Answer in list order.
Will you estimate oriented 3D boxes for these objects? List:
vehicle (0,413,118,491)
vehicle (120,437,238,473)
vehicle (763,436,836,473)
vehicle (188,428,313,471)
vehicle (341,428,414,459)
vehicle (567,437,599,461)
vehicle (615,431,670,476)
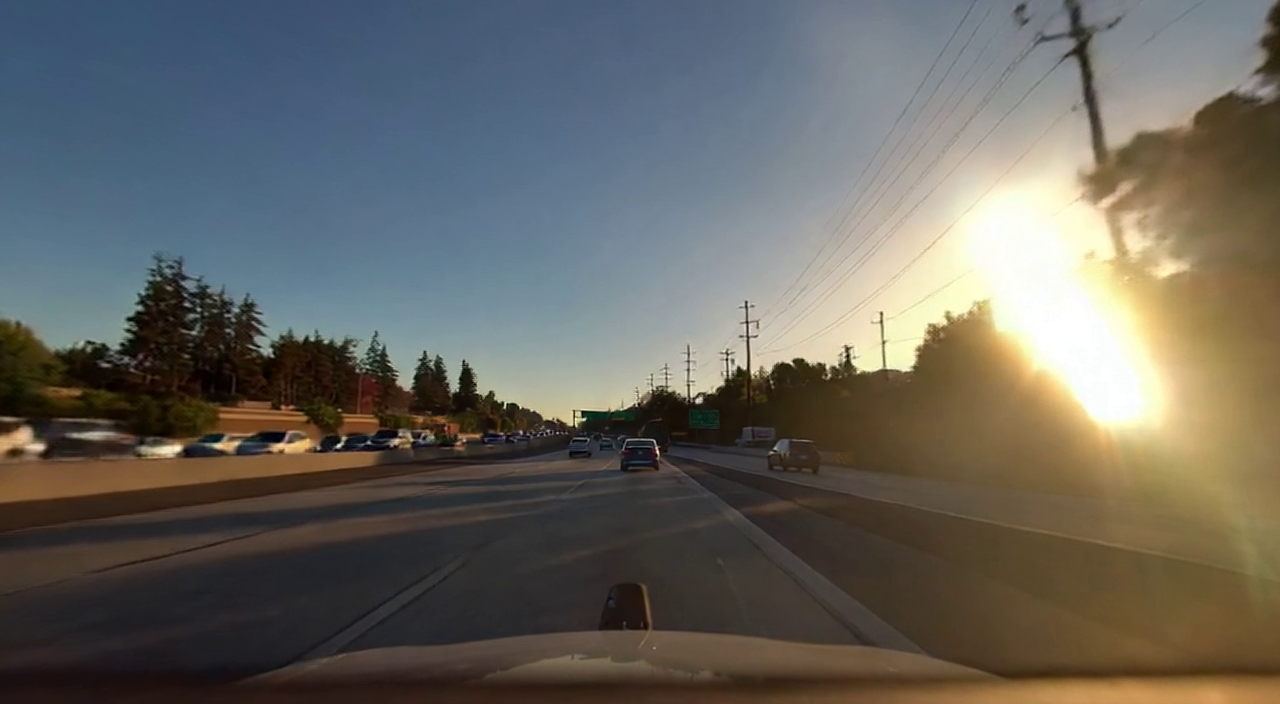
[{"bbox_3d":[-16.055,2.394,15.126,2.228,1.808,5.608,0,-8,0],"label":"vehicle"},{"bbox_3d":[-20.305,4.527,28.067,1.827,1.436,4.593,0,-8,-1],"label":"vehicle"},{"bbox_3d":[7.996,5.184,32.232,2.099,1.720,4.829,1,-8,-5],"label":"vehicle"},{"bbox_3d":[-16.507,4.163,27.136,2.175,1.653,4.993,0,-8,0],"label":"vehicle"},{"bbox_3d":[-16.646,5.868,40.428,2.188,1.786,5.759,0,-8,0],"label":"vehicle"},{"bbox_3d":[-4.288,7.376,48.149,2.130,1.685,4.341,0,-8,-1],"label":"vehicle"},{"bbox_3d":[0.079,4.370,27.263,2.192,1.769,4.287,0,-8,-1],"label":"vehicle"}]
